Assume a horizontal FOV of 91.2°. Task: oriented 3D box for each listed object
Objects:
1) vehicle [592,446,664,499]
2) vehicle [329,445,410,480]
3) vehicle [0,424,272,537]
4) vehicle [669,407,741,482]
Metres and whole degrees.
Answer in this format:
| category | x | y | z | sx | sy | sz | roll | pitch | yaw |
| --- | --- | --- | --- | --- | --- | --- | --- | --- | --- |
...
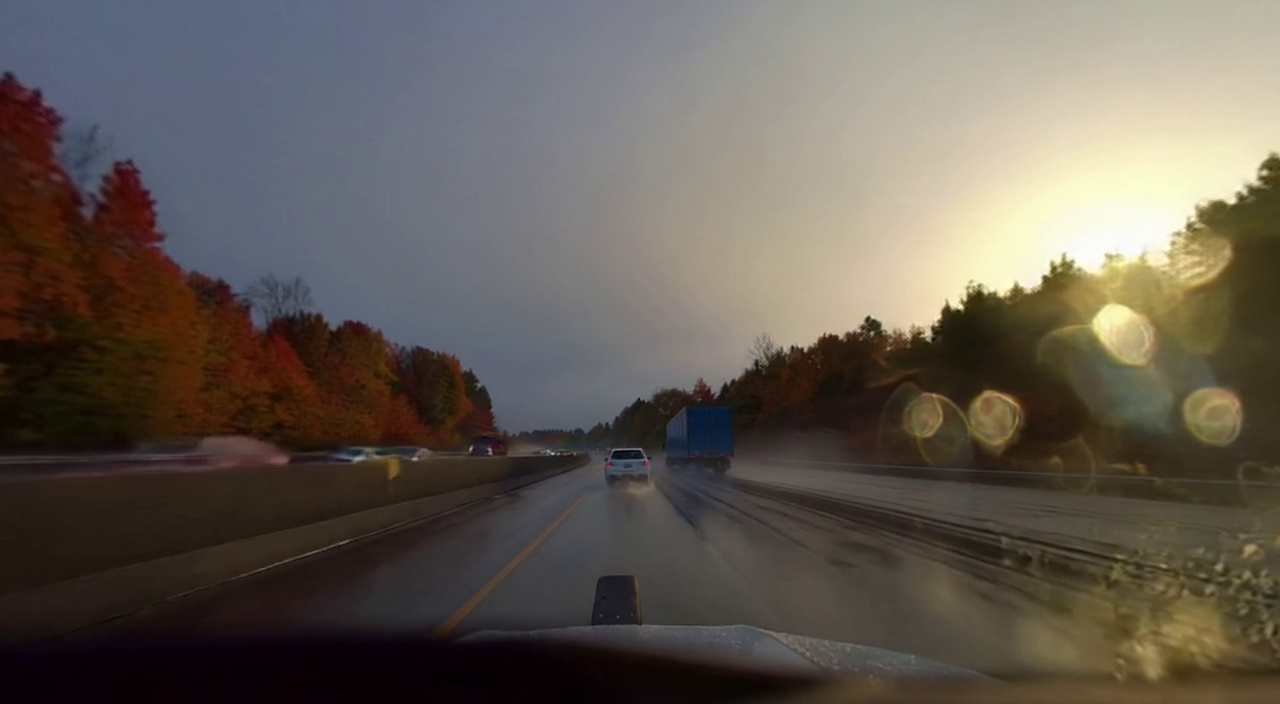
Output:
| category | x | y | z | sx | sy | sz | roll | pitch | yaw |
| --- | --- | --- | --- | --- | --- | --- | --- | --- | --- |
| vehicle | -0.396 | 3.836 | 20.346 | 2.099 | 1.506 | 4.097 | 0 | -9 | -1 |
| vehicle | -12.801 | 5.248 | 30.015 | 1.912 | 1.489 | 4.460 | 0 | -9 | -1 |
| vehicle | -8.706 | 2.123 | 10.866 | 1.979 | 1.523 | 4.461 | 0 | -9 | -1 |
| vehicle | 3.853 | 6.210 | 41.238 | 2.900 | 4.013 | 14.455 | 0 | -10 | -1 |
